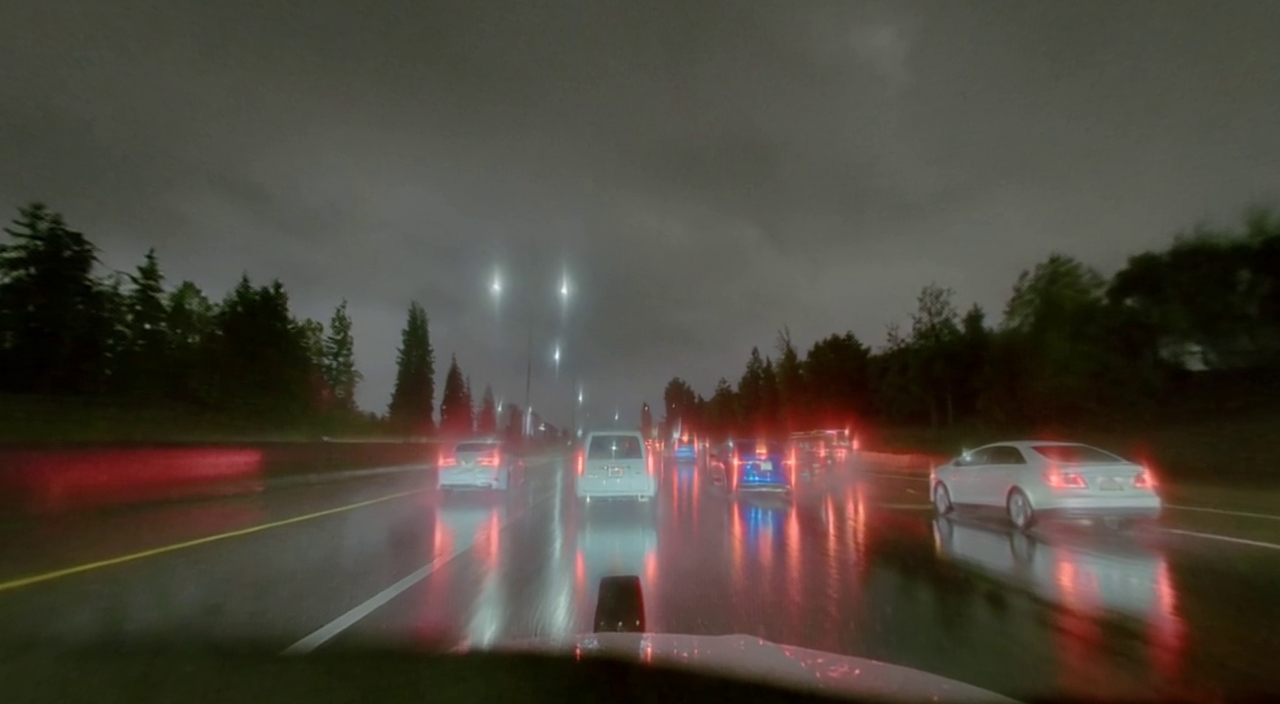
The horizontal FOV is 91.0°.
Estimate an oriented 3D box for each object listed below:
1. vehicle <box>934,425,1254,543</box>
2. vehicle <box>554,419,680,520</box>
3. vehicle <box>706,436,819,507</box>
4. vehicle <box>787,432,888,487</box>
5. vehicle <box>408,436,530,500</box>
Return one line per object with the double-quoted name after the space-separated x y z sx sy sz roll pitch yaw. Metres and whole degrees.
7.547 2.234 11.304 2.106 1.641 4.671 1 -9 -2 "vehicle"
-0.420 2.346 13.010 2.181 1.728 3.970 0 -9 -1 "vehicle"
2.912 2.947 15.973 1.975 1.532 4.227 1 -9 -1 "vehicle"
6.861 3.805 22.439 2.022 1.735 4.400 1 -9 -2 "vehicle"
-4.605 3.205 17.815 2.071 1.537 4.912 0 -9 0 "vehicle"
